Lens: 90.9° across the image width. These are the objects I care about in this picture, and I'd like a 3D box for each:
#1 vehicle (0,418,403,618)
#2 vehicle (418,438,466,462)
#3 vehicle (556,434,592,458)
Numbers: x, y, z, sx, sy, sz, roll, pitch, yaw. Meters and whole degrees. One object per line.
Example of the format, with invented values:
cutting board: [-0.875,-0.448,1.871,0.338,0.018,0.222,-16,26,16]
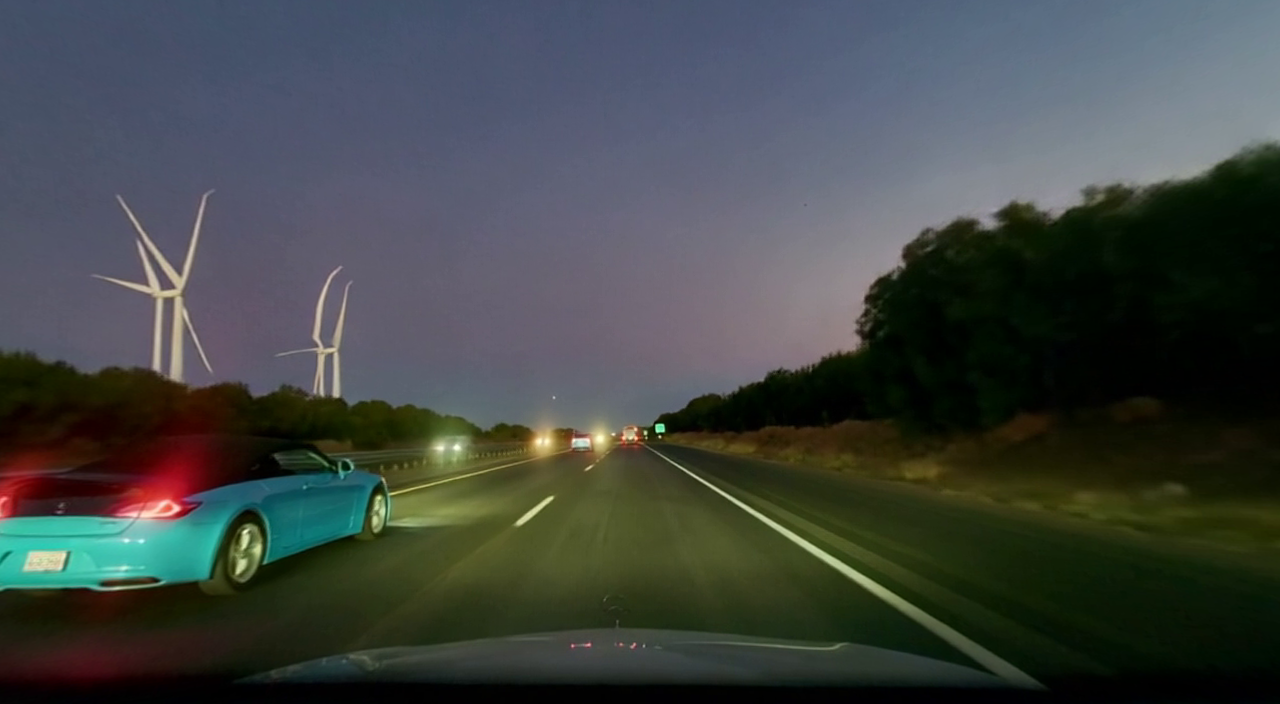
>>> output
vehicle: [-4.266,1.475,6.664,1.969,1.413,4.194,0,-8,-1]
vehicle: [-12.848,6.354,41.188,1.832,1.478,4.282,0,-8,-1]
vehicle: [-4.209,6.040,40.734,2.024,1.456,3.754,0,-8,-1]
